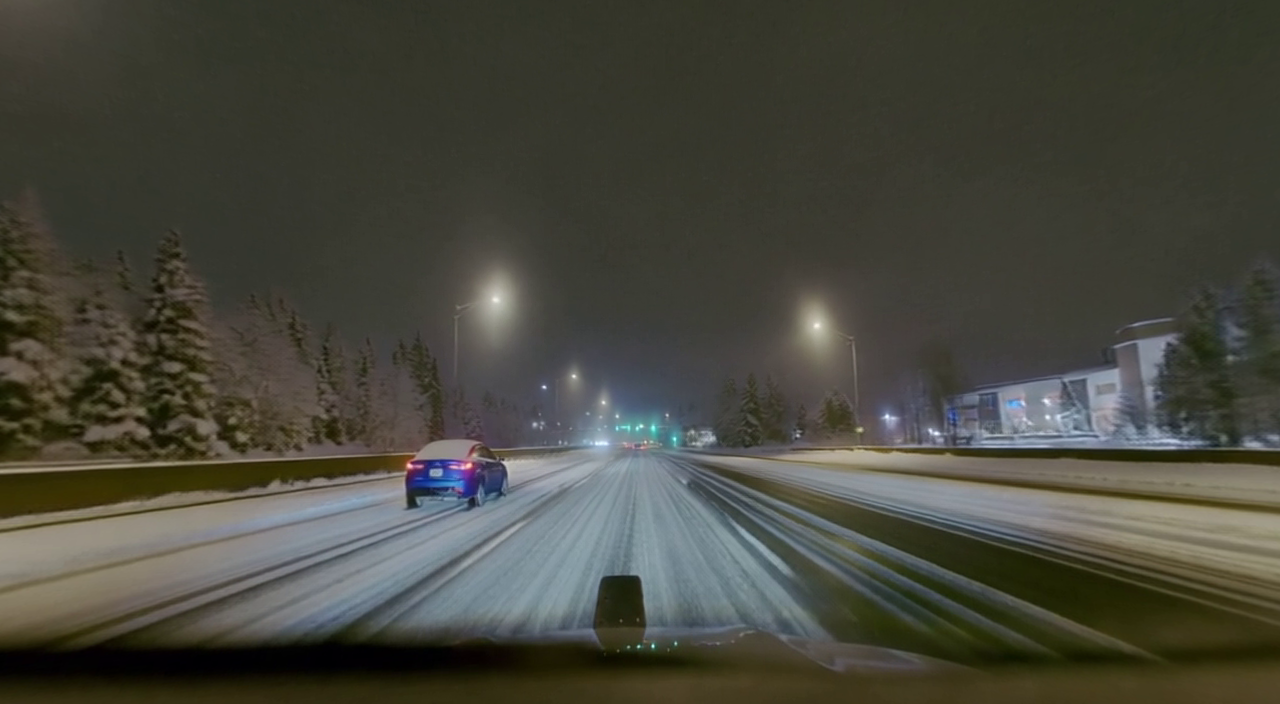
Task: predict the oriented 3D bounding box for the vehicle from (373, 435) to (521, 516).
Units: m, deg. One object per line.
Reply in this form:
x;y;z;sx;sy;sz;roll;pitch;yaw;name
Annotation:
-4.069;2.667;14.204;1.900;1.492;4.495;0;-9;0;vehicle
